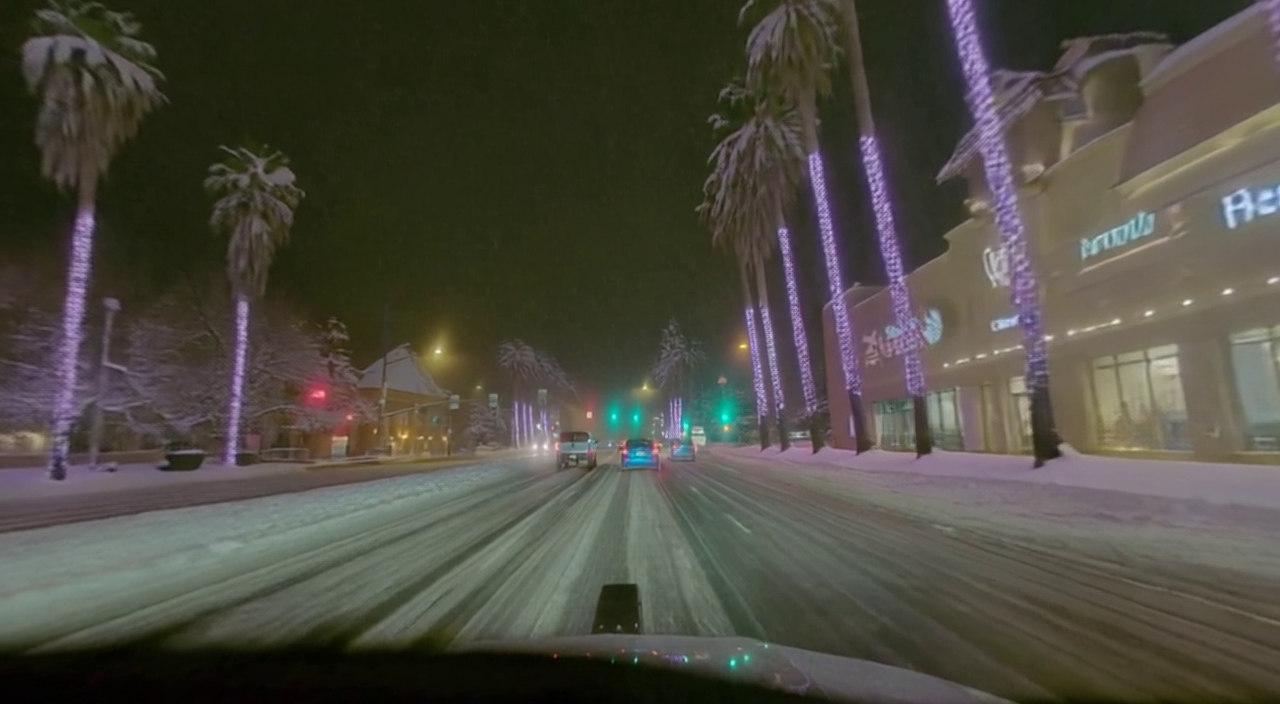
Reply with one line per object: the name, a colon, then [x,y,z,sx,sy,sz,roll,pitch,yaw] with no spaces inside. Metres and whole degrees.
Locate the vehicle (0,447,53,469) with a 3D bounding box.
vehicle: [-47.020,7.940,47.392,3.985,1.623,1.976,0,-9,-3]

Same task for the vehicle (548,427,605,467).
vehicle: [-3.458,5.383,35.890,2.672,2.064,5.681,0,-9,0]

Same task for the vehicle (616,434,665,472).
vehicle: [-0.033,4.720,29.570,2.160,1.615,4.117,0,-9,-1]

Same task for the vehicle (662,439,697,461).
vehicle: [2.798,7.084,45.803,2.085,1.482,4.491,0,-9,-2]
